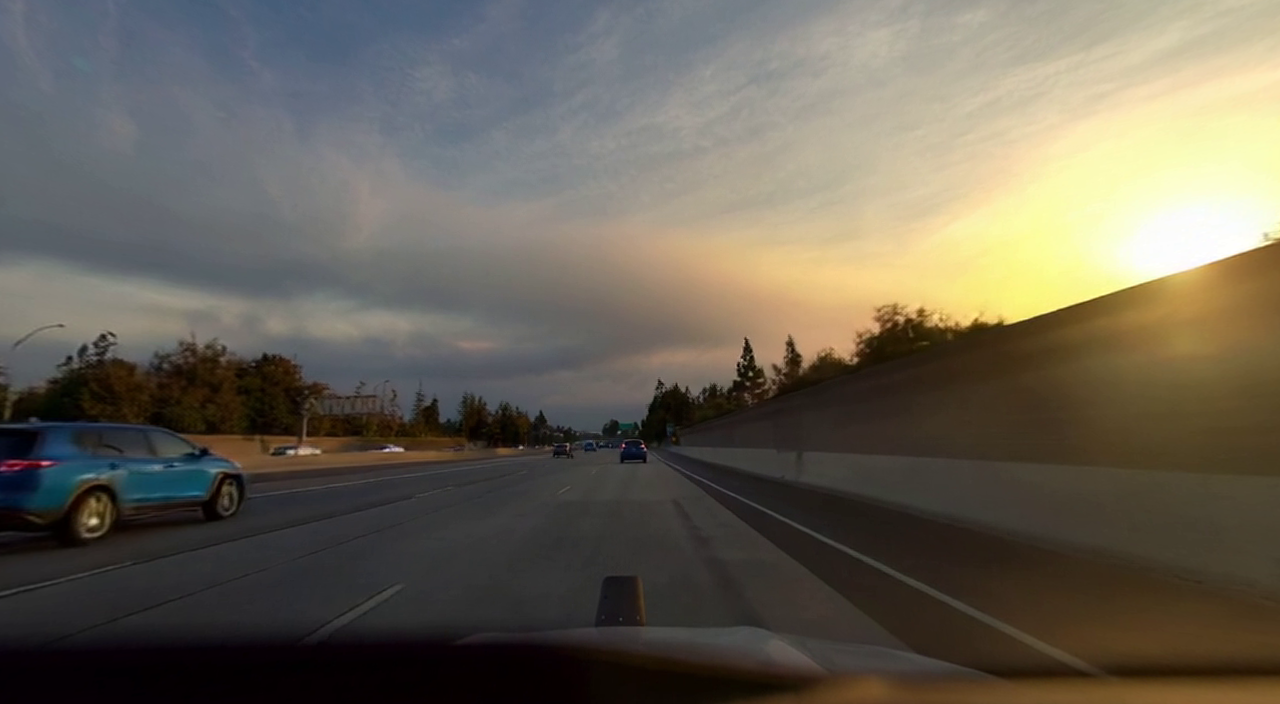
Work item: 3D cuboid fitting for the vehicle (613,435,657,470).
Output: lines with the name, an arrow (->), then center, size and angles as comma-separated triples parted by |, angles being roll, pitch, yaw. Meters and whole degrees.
vehicle -> -0.224, 5.222, 32.866 | 2.141, 1.706, 4.065 | 0, -9, 1

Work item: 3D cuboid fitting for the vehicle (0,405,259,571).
vehicle -> -7.711, 1.714, 8.619 | 2.166, 1.705, 4.433 | 0, -9, 0
